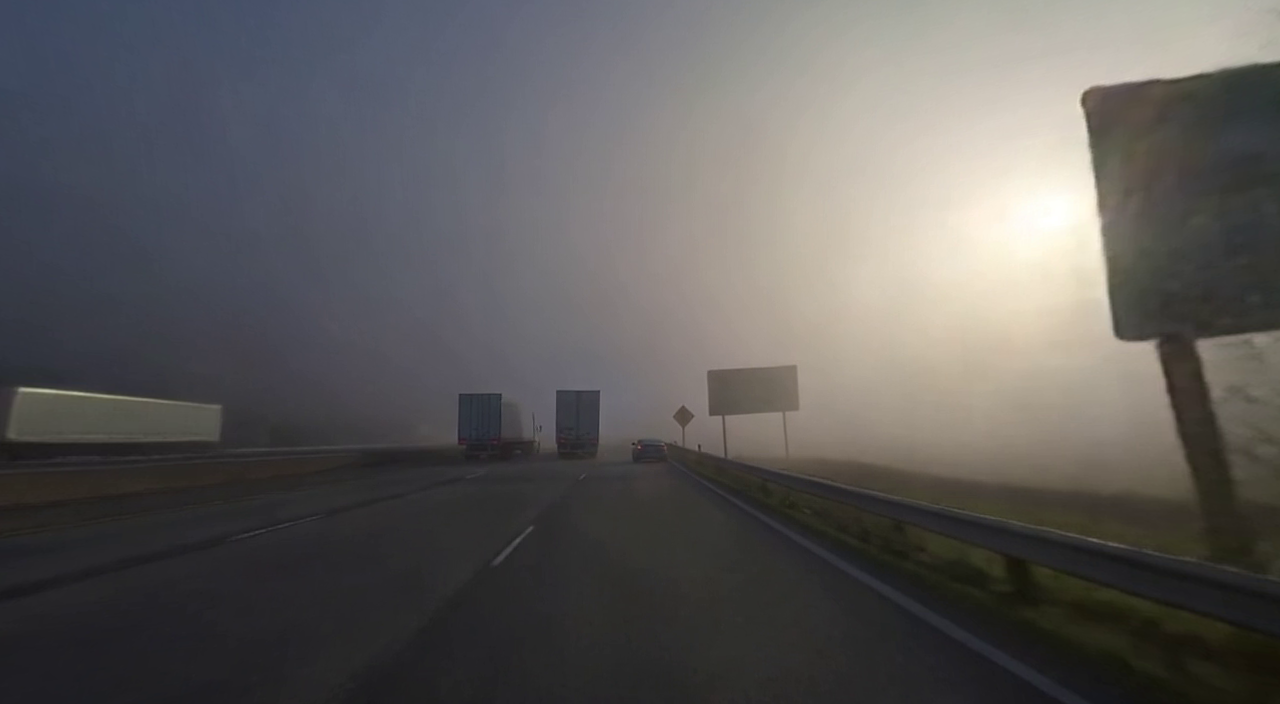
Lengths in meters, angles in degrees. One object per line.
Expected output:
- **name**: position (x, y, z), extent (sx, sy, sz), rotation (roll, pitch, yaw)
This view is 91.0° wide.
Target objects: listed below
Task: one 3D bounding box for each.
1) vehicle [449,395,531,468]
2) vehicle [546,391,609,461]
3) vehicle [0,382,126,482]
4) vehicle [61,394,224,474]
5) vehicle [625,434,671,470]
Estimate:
- **vehicle**: position (-7.648, 4.204, 33.088), extent (2.728, 3.405, 7.096), rotation (0, -8, -2)
- **vehicle**: position (-4.045, 5.503, 45.283), extent (3.475, 4.037, 17.454), rotation (0, -8, -2)
- **vehicle**: position (-27.880, 3.419, 26.641), extent (2.939, 4.084, 11.236), rotation (0, -8, -1)
- **vehicle**: position (-28.065, 4.740, 36.206), extent (2.854, 4.059, 7.954), rotation (0, -8, -1)
- **vehicle**: position (0.290, 4.468, 28.366), extent (1.891, 1.477, 3.599), rotation (0, -8, -3)
